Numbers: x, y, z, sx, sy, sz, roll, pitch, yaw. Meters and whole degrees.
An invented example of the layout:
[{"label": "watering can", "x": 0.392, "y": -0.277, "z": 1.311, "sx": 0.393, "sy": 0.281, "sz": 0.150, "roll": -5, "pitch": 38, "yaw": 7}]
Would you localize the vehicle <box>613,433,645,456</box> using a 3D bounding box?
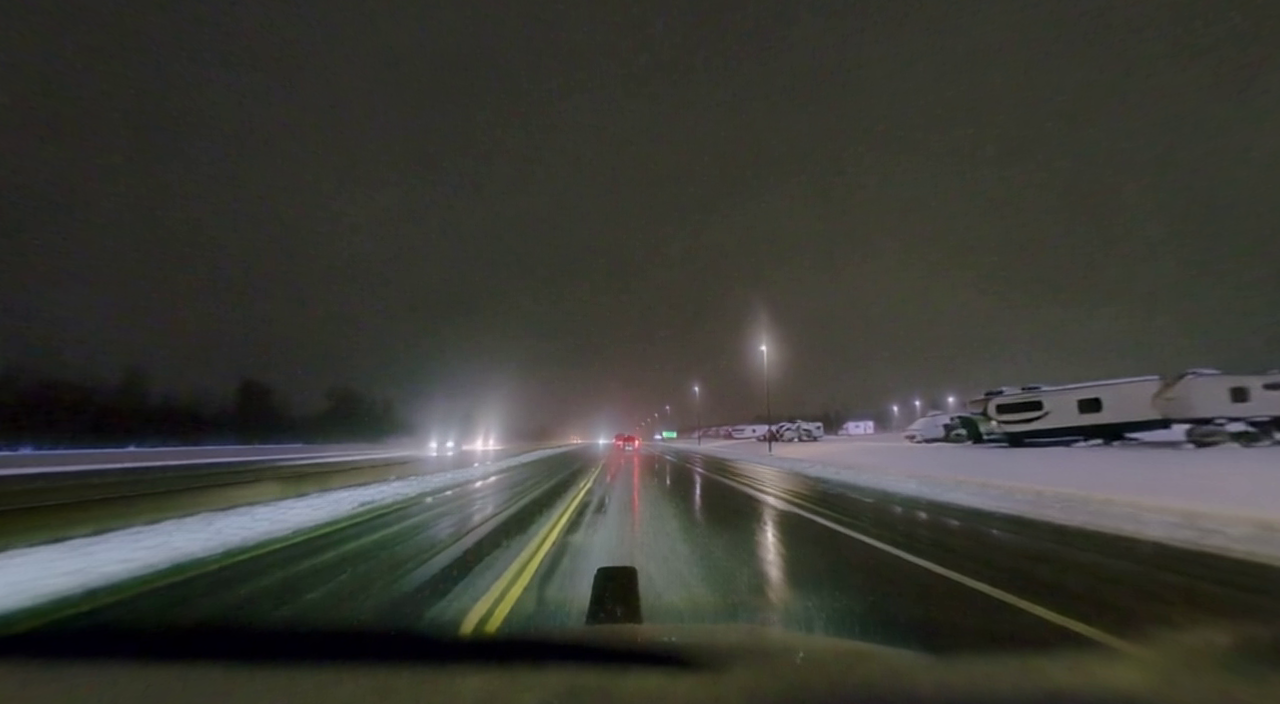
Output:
[{"label": "vehicle", "x": -0.810, "y": 6.385, "z": 43.429, "sx": 2.037, "sy": 1.504, "sz": 4.248, "roll": 0, "pitch": -8, "yaw": -3}]
